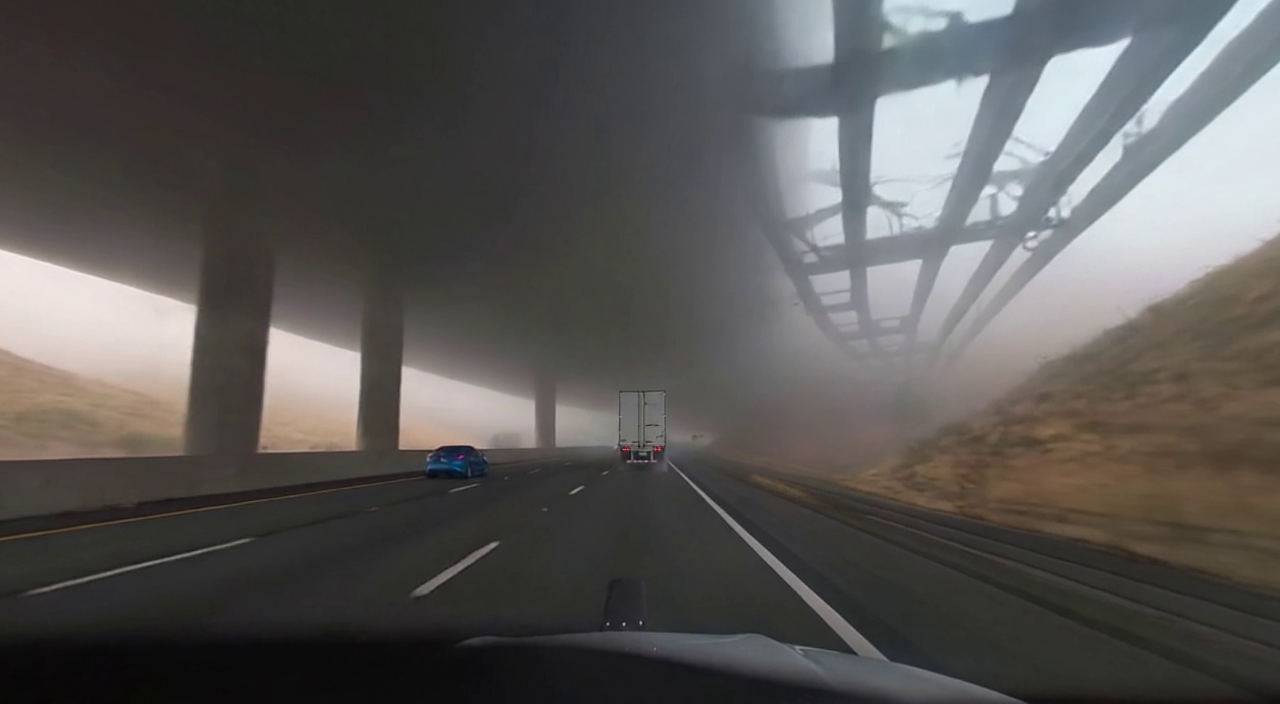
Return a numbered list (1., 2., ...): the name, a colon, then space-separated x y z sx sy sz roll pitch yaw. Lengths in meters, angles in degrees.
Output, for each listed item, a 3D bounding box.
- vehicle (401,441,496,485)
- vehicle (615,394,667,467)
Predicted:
1. vehicle: -7.097 4.158 23.950 2.078 1.496 4.563 0 -8 1
2. vehicle: 0.106 5.162 40.470 2.866 4.014 11.261 0 -8 1
